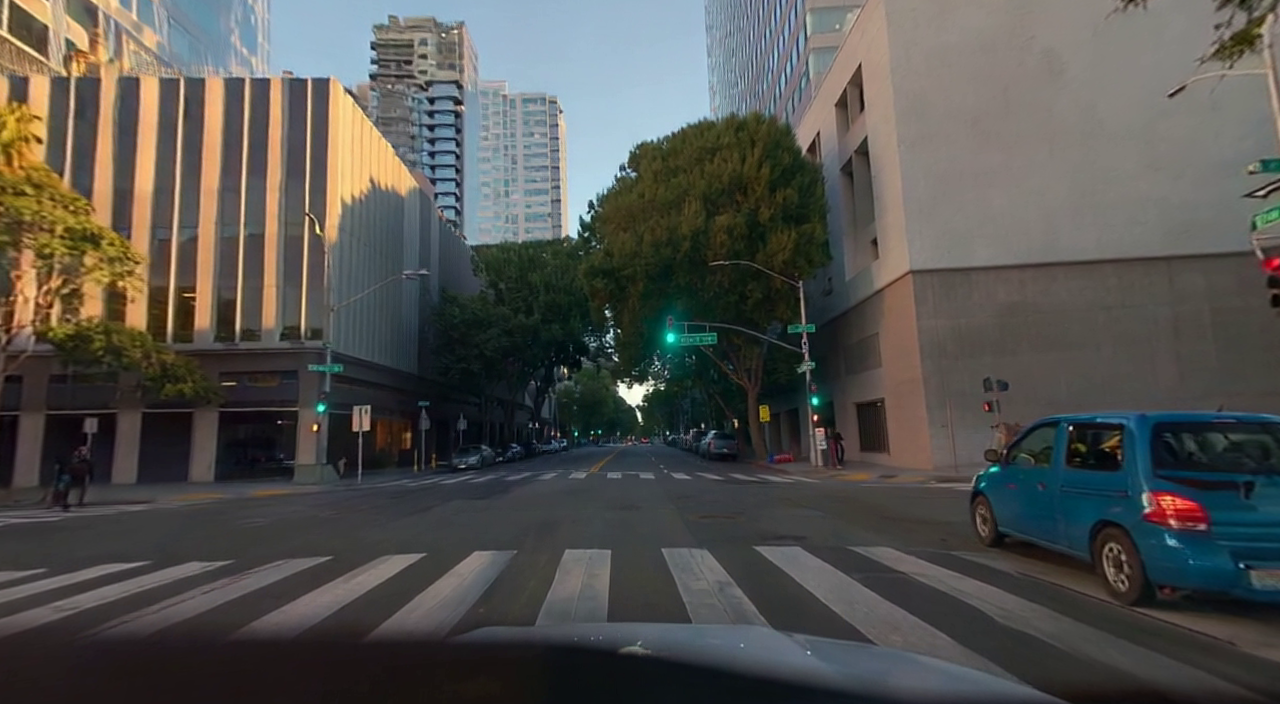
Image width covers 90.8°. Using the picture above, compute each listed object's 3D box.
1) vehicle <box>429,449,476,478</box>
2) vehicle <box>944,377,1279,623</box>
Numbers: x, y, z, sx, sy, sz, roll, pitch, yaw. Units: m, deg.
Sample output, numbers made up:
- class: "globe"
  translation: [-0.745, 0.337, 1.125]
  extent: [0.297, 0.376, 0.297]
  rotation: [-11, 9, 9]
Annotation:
- class: "vehicle"
  translation: [-12.396, 7.359, 42.011]
  extent: [1.935, 1.639, 4.244]
  rotation: [-3, -8, -2]
- class: "vehicle"
  translation: [5.620, 1.437, 7.129]
  extent: [2.070, 1.804, 4.881]
  rotation: [-1, -8, 2]
